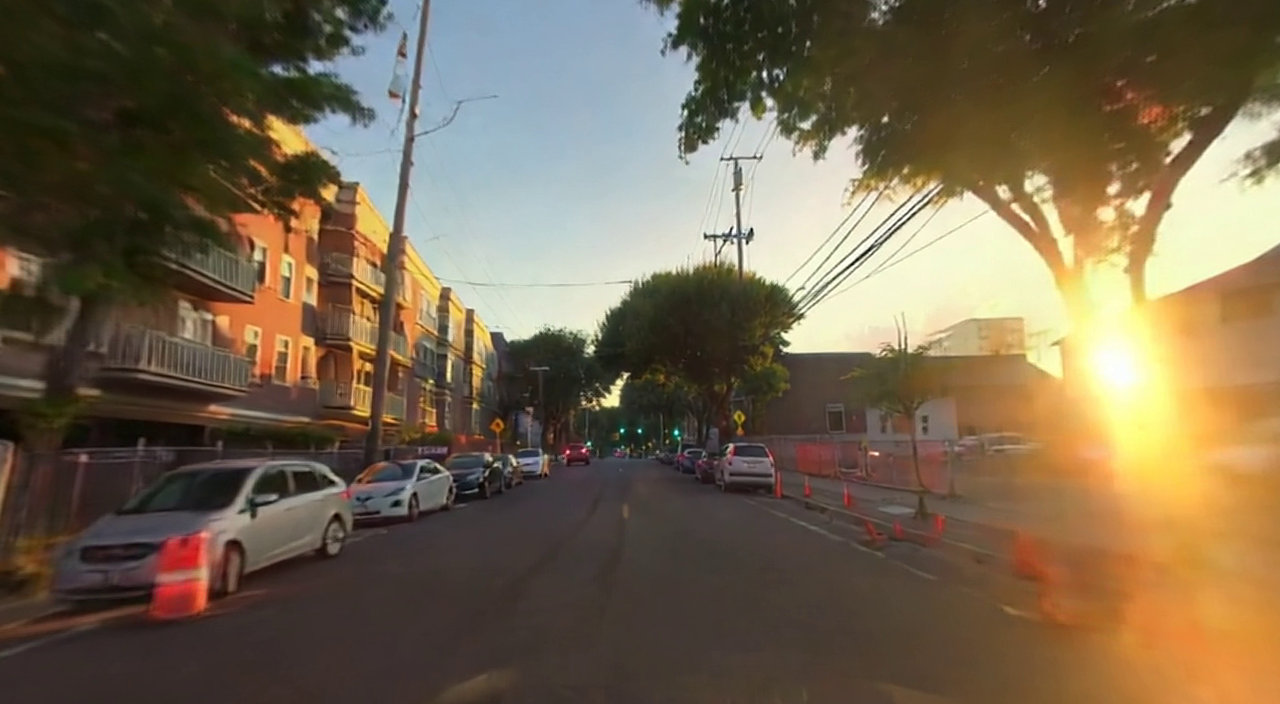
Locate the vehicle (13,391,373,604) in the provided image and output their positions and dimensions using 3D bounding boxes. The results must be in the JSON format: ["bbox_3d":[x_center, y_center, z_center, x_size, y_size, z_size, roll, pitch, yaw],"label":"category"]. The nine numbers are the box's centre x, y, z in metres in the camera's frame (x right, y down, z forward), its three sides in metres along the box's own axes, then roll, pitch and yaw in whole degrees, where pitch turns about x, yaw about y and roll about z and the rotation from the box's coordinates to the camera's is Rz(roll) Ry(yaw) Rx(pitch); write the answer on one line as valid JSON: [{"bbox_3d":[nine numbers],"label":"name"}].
[{"bbox_3d":[-5.481,1.805,8.587,1.894,2.186,3.901,0,-9,1],"label":"vehicle"}]

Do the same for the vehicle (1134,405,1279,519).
[{"bbox_3d":[12.873,2.058,12.219,4.585,1.977,2.170,-2,-9,5],"label":"vehicle"}]

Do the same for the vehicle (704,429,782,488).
[{"bbox_3d":[3.745,4.096,23.762,1.994,1.857,4.393,2,-13,-3],"label":"vehicle"}]

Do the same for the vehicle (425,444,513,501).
[{"bbox_3d":[-5.595,3.974,21.221,1.996,1.695,4.127,1,-9,-4],"label":"vehicle"}]

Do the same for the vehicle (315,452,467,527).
[{"bbox_3d":[-5.644,3.217,15.037,1.967,1.483,4.347,0,-11,-2],"label":"vehicle"}]
